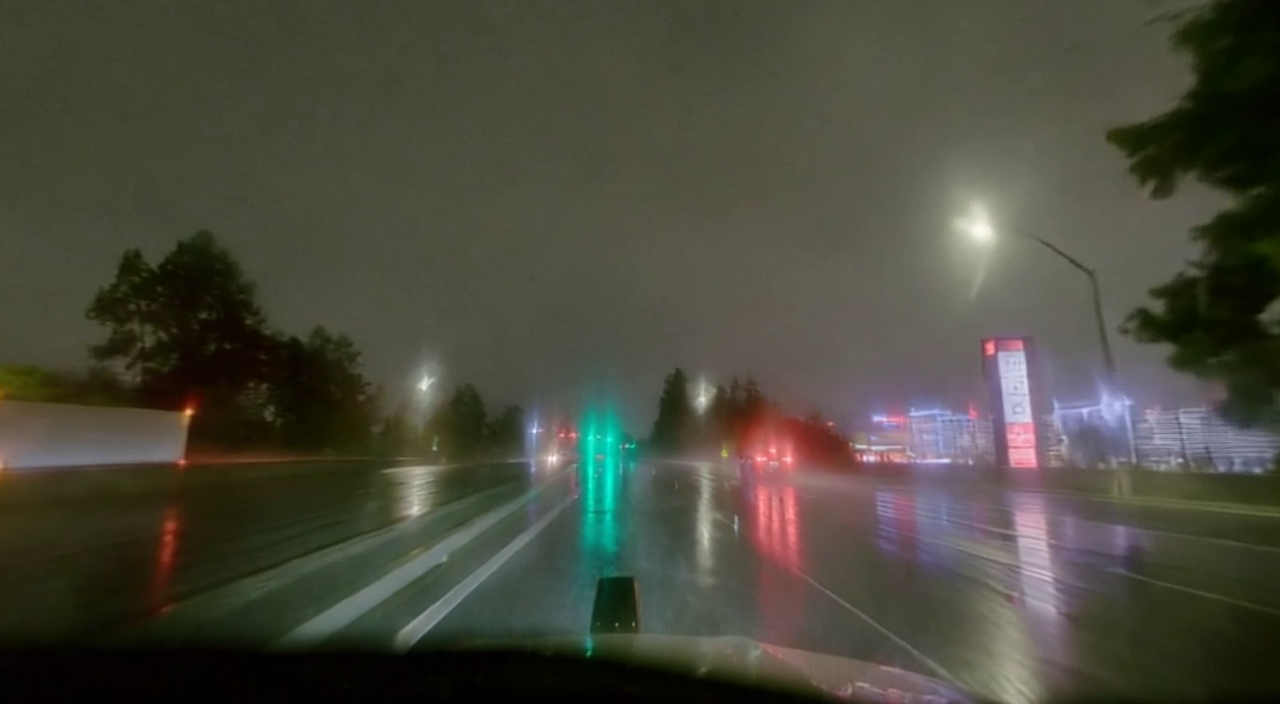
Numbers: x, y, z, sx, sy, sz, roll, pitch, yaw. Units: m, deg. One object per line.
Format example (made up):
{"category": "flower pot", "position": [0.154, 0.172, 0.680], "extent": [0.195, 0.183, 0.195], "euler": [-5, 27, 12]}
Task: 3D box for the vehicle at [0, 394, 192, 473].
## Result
{"category": "vehicle", "position": [-36.560, 4.946, 37.699], "extent": [3.270, 4.373, 16.531], "euler": [-4, -9, 22]}
